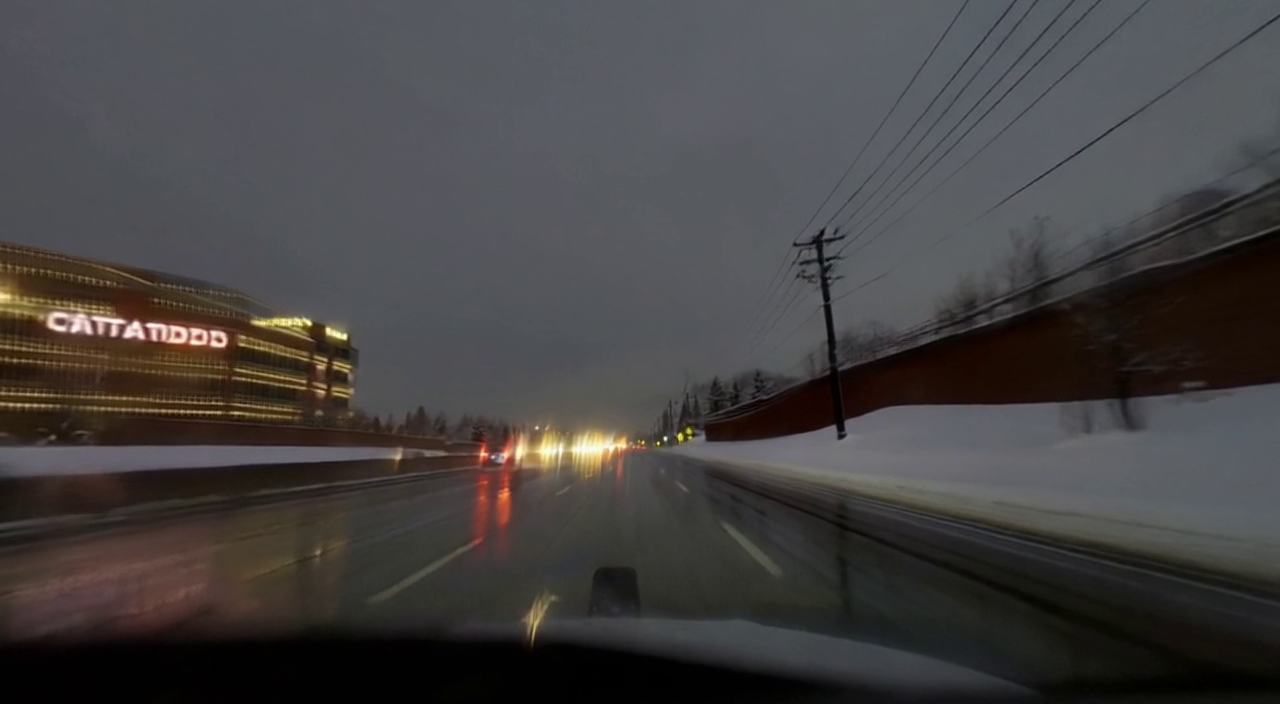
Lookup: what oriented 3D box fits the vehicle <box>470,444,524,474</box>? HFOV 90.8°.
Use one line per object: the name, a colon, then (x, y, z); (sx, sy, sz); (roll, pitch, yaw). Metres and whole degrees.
vehicle: (-7.837, 5.889, 35.023); (2.013, 1.574, 3.923); (0, -8, 0)
